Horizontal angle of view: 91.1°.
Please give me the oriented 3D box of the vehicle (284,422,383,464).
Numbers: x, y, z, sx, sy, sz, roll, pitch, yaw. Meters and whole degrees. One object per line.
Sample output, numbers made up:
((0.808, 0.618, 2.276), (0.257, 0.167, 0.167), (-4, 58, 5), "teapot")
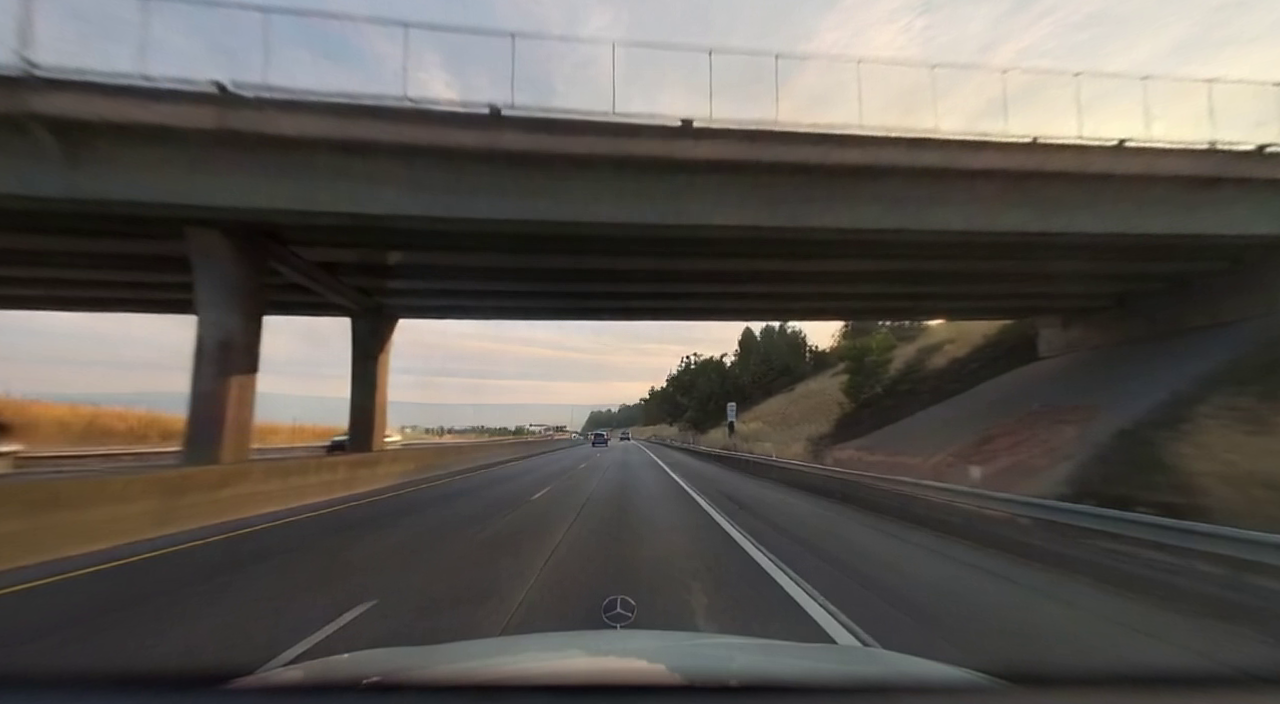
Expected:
((-11.974, 3.574, 24.897), (1.864, 1.533, 4.094), (0, -8, 0), "vehicle")
